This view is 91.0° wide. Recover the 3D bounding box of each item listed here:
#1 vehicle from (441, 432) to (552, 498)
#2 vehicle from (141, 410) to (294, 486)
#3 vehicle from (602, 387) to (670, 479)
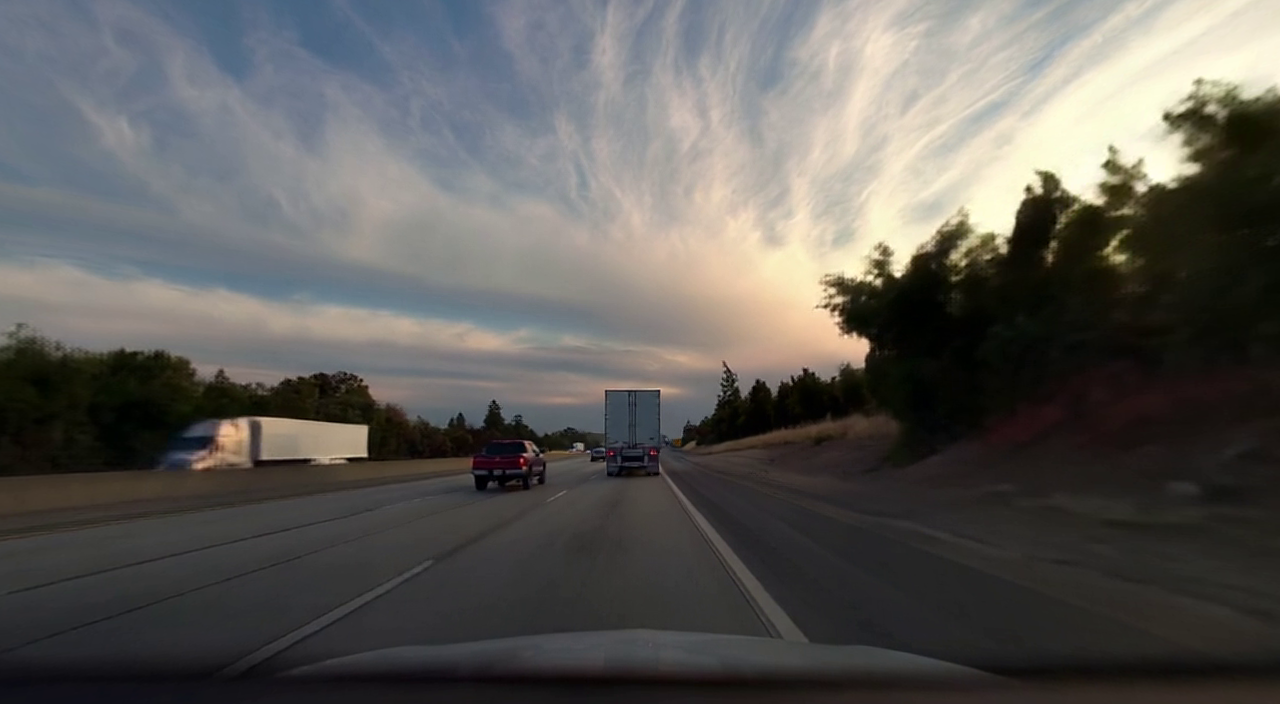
[{"bbox_3d":[-4.347,3.522,20.043,2.285,1.833,4.984,0,-9,1],"label":"vehicle"},{"bbox_3d":[-26.062,6.028,39.690,3.156,4.214,9.008,0,-9,1],"label":"vehicle"},{"bbox_3d":[-0.205,4.487,34.145,3.052,4.132,11.336,0,-9,0],"label":"vehicle"}]
